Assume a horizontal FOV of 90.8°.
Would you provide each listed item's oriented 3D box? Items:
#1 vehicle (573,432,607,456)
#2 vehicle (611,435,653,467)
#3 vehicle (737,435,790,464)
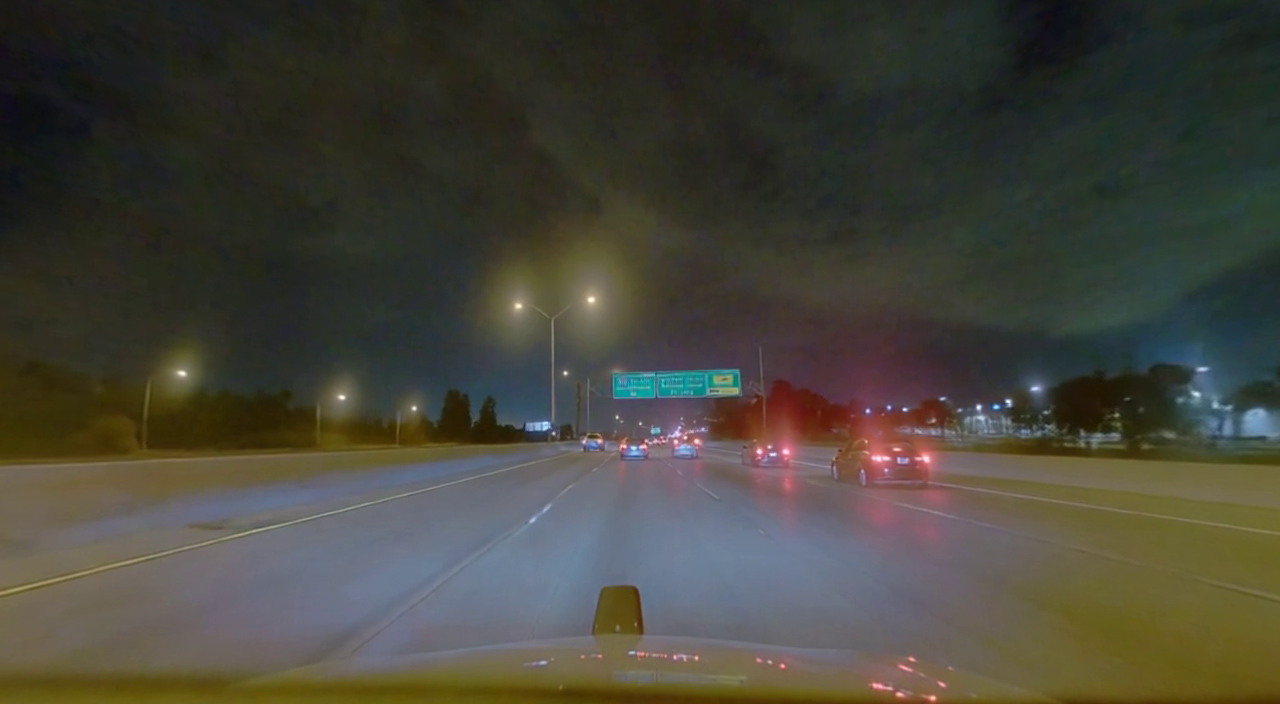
[{"bbox_3d":[-3.662,6.901,47.213,2.123,1.661,4.601,0,-8,0],"label":"vehicle"},{"bbox_3d":[-0.417,4.956,31.767,1.985,1.457,4.227,0,-8,-1],"label":"vehicle"},{"bbox_3d":[6.787,5.406,35.233,1.935,1.478,4.433,0,-8,-2],"label":"vehicle"}]
